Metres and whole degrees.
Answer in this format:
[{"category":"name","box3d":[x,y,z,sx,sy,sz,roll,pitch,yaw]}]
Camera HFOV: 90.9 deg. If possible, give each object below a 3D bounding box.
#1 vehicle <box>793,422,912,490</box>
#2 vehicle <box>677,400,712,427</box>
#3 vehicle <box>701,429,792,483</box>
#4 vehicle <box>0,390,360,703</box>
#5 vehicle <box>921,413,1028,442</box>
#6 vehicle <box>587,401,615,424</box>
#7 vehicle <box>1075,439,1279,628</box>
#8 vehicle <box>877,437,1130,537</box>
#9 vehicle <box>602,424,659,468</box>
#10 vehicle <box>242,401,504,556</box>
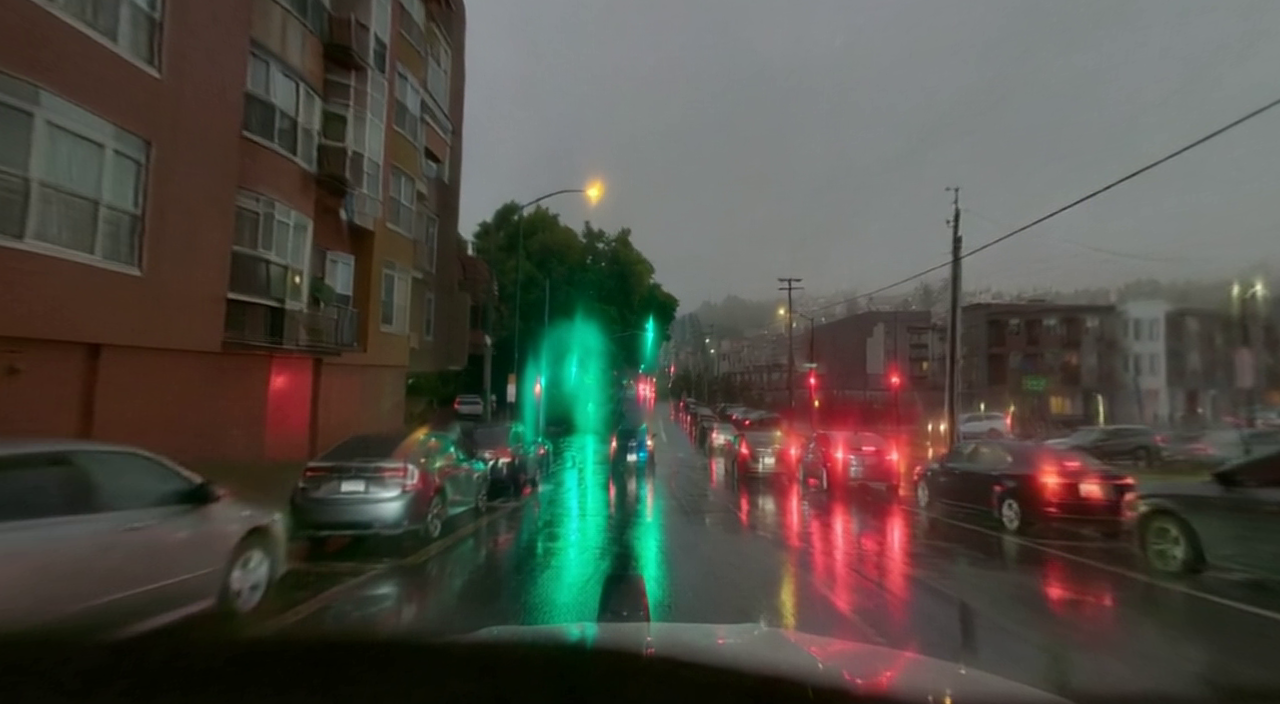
[{"category":"vehicle","box3d":[6.132,3.044,18.823,1.999,1.752,4.502,0,-8,1]},{"category":"vehicle","box3d":[3.751,4.340,44.137,2.093,1.655,4.327,0,-8,1]},{"category":"vehicle","box3d":[3.152,3.178,19.633,2.055,1.450,4.676,0,-8,0]},{"category":"vehicle","box3d":[-3.525,1.037,3.471,1.869,1.491,4.458,0,-8,1]},{"category":"vehicle","box3d":[18.396,4.201,34.818,4.738,1.537,1.960,-1,-8,2]},{"category":"vehicle","box3d":[-2.882,4.581,47.310,1.878,1.521,3.697,0,-8,-1]},{"category":"vehicle","box3d":[6.056,1.454,5.124,1.938,1.487,4.371,0,-8,1]},{"category":"vehicle","box3d":[6.155,2.289,11.460,1.962,1.438,4.440,0,-8,0]},{"category":"vehicle","box3d":[-0.292,3.456,23.312,1.923,1.460,3.923,0,-8,1]},{"category":"vehicle","box3d":[-3.449,1.713,9.261,1.922,1.704,4.398,0,-8,0]}]
